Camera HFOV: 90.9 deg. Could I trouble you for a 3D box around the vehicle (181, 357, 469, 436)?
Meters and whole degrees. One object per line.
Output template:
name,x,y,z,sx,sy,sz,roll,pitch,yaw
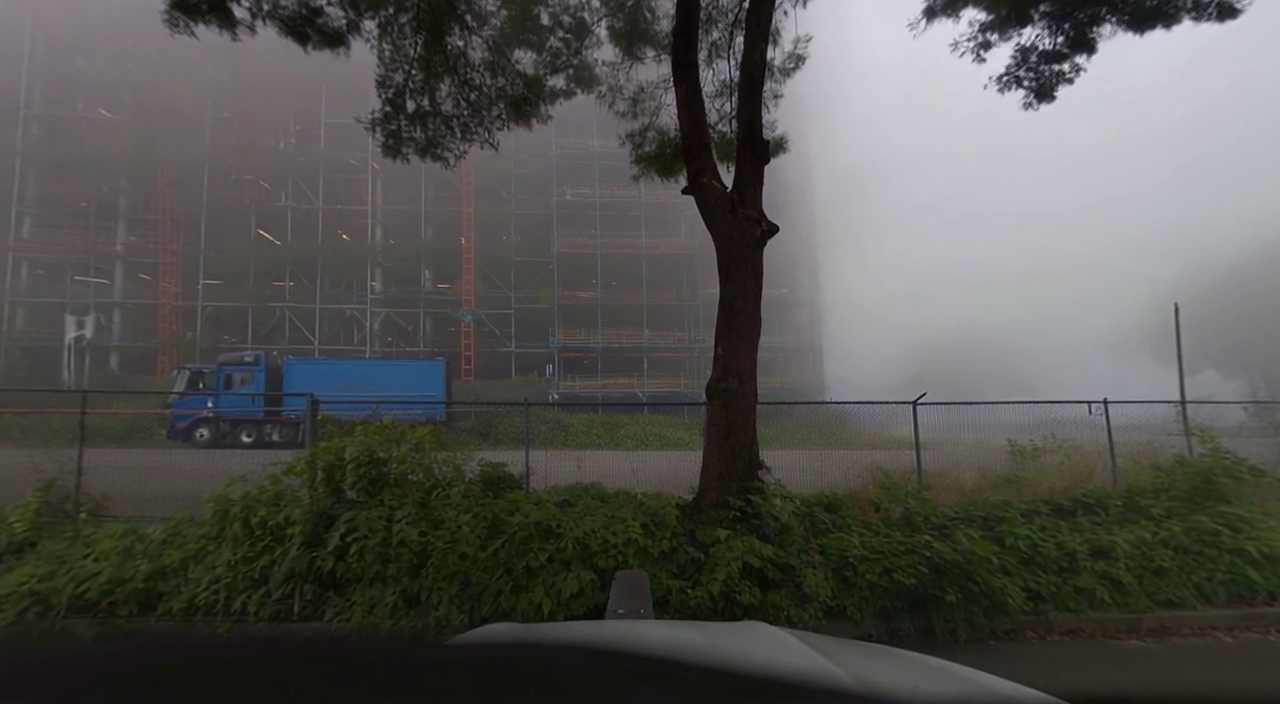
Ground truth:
vehicle,-17.056,2.623,35.316,14.067,4.099,2.832,1,-9,-7
